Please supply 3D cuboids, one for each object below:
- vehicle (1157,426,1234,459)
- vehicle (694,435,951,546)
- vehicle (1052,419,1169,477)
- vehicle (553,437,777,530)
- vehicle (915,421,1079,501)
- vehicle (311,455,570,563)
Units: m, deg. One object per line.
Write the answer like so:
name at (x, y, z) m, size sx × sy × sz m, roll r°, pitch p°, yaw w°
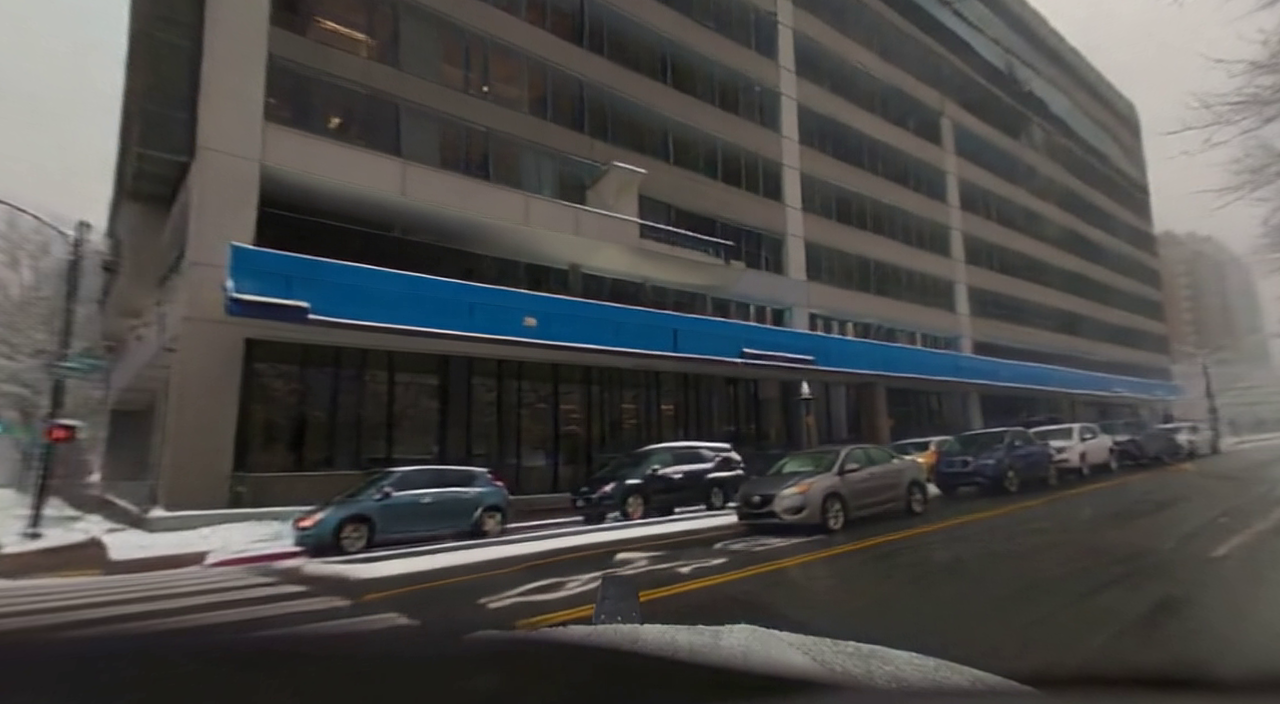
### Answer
vehicle at (29.455, 4.779, 33.458) m, size 4.783 × 1.621 × 2.266 m, roll 6°, pitch -11°, yaw -40°
vehicle at (3.433, 2.304, 11.390) m, size 4.888 × 1.558 × 2.017 m, roll 6°, pitch -11°, yaw -40°
vehicle at (16.918, 3.416, 22.656) m, size 4.472 × 1.848 × 2.225 m, roll 6°, pitch -10°, yaw -40°
vehicle at (0.855, 3.497, 17.460) m, size 6.107 × 2.086 × 2.348 m, roll 6°, pitch -14°, yaw -41°
vehicle at (9.525, 2.838, 16.731) m, size 4.573 × 1.814 × 2.173 m, roll 6°, pitch -12°, yaw -40°
vehicle at (-4.023, 3.183, 13.249) m, size 4.705 × 1.732 × 1.996 m, roll 7°, pitch -17°, yaw -41°
